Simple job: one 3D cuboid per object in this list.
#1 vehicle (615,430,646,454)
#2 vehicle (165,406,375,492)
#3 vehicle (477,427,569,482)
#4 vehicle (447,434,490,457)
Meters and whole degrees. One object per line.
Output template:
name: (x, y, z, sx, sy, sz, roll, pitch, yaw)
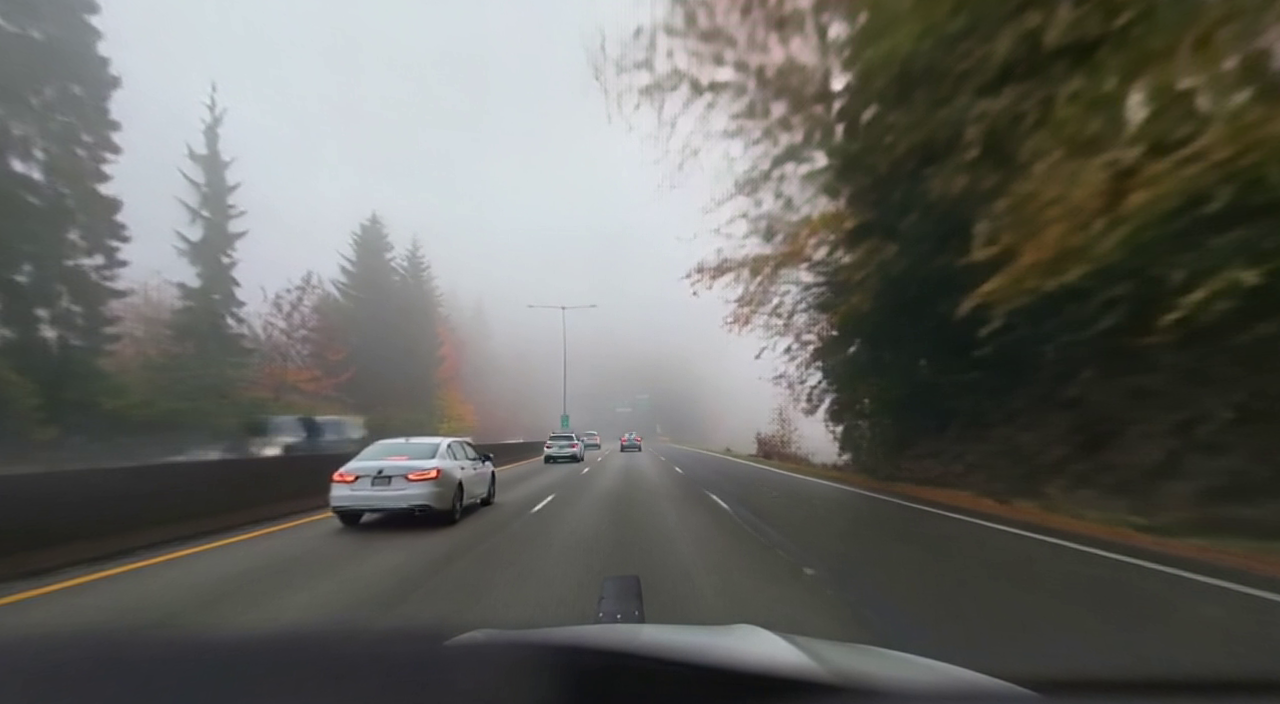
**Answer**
vehicle: (-0.655, 6.264, 43.971, 2.054, 1.609, 3.859, 0, -8, 0)
vehicle: (-11.557, 3.118, 20.702, 2.459, 2.312, 7.383, 0, -8, 0)
vehicle: (-3.467, 3.122, 19.575, 1.989, 1.497, 4.645, 0, -8, 0)
vehicle: (-12.450, 6.818, 45.896, 1.903, 1.544, 4.199, 0, -8, 0)
